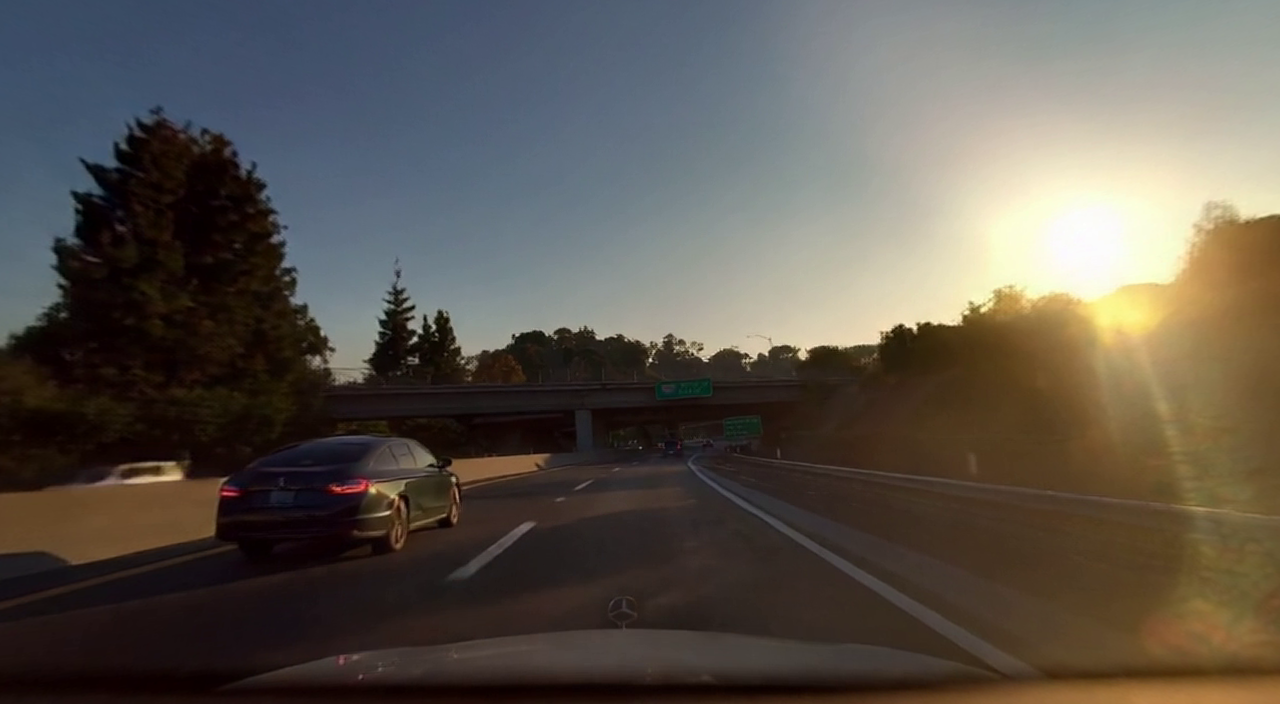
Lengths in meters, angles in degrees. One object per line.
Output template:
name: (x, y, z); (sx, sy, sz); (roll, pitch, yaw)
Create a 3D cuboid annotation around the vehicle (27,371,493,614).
vehicle: (-3.613, 1.516, 7.842); (2.143, 1.851, 5.817); (-1, -9, 0)
